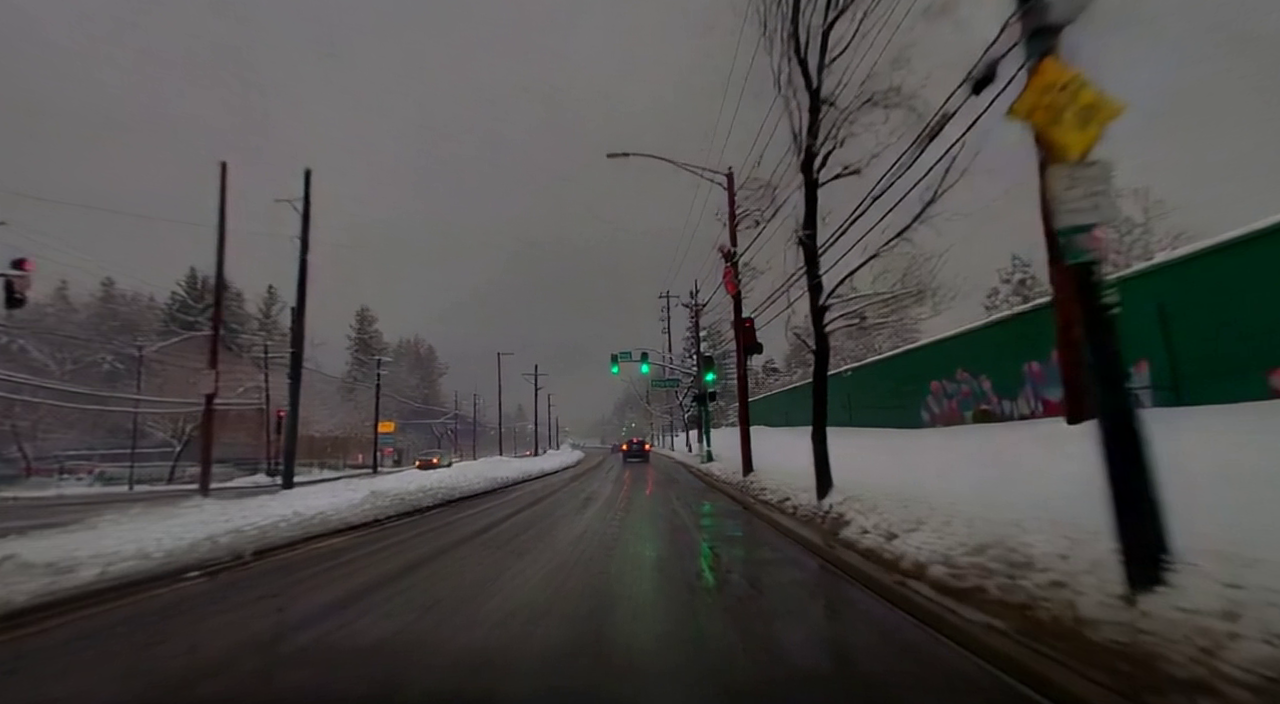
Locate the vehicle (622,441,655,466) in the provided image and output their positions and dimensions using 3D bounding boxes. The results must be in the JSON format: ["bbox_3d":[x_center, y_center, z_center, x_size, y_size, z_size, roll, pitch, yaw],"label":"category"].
[{"bbox_3d":[-0.168,6.842,42.873,2.105,1.611,3.750,0,-8,-2],"label":"vehicle"}]
